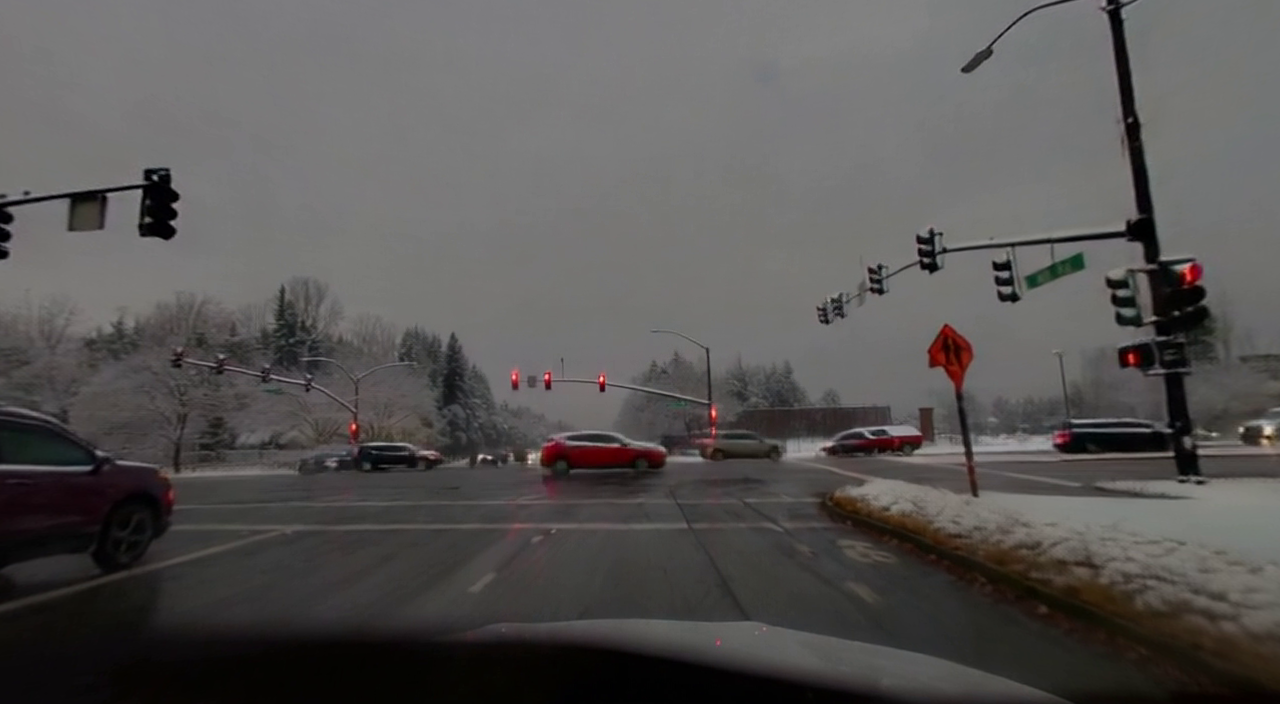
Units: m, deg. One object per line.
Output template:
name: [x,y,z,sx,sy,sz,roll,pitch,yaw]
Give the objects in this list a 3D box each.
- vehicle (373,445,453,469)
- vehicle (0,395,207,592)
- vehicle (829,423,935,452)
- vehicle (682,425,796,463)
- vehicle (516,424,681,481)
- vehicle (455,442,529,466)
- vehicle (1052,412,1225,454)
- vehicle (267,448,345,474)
vehicle: [-14.442,6.680,40.220,4.459,1.477,1.754,-1,-9,6]
vehicle: [-6.407,1.232,5.506,1.785,1.678,4.729,0,-9,1]
vehicle: [12.904,4.630,33.865,4.906,1.485,1.857,-1,-9,7]
vehicle: [4.135,3.922,26.850,4.591,1.525,1.836,-1,-9,6]
vehicle: [-1.214,3.150,19.789,4.865,1.663,1.962,-1,-9,6]
vehicle: [-11.048,7.628,47.127,4.939,1.770,2.001,-1,-9,6]
vehicle: [17.687,2.924,22.563,4.515,1.422,1.802,-1,-9,4]
vehicle: [-23.554,7.670,44.508,4.466,1.767,1.839,-1,-9,6]
